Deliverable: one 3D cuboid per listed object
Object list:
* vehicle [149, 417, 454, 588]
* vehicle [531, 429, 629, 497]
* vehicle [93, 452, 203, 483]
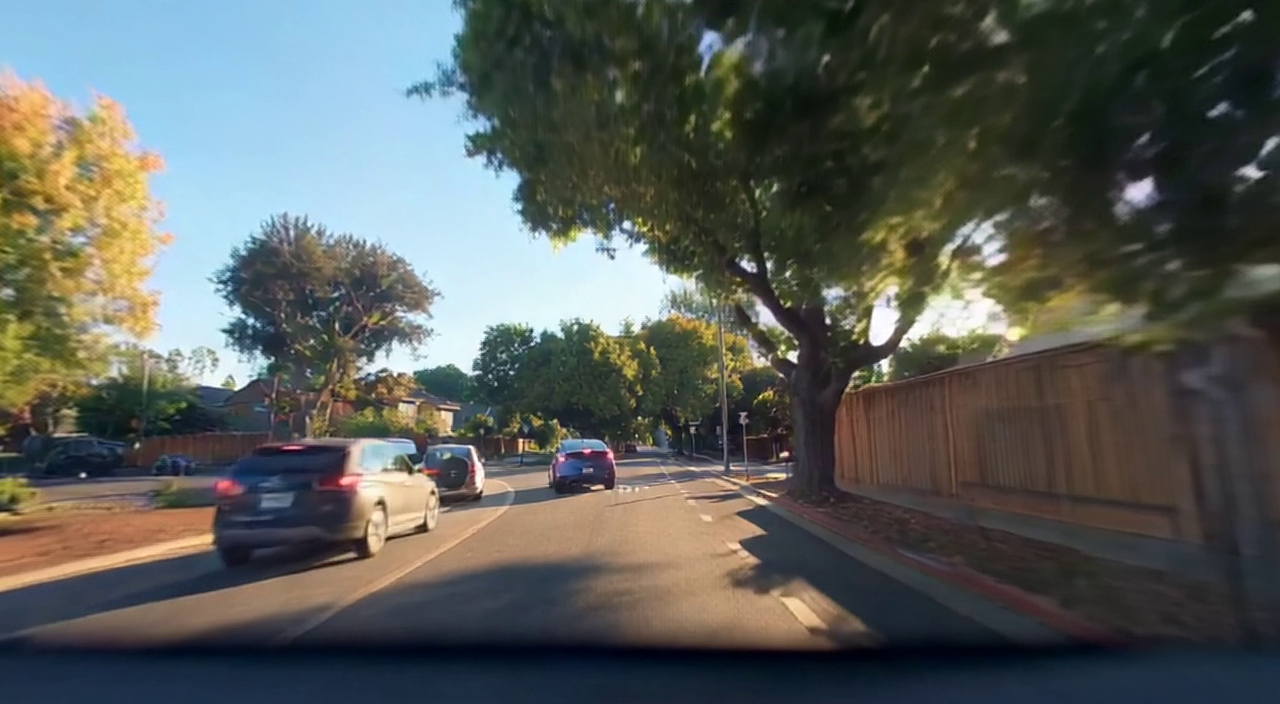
[{"bbox_3d":[-3.738,1.685,7.867,1.986,1.561,3.805,1,-8,-6],"label":"vehicle"},{"bbox_3d":[-1.830,3.067,17.773,2.290,1.653,4.127,2,-8,-12],"label":"vehicle"},{"bbox_3d":[-25.435,5.965,32.548,4.197,1.447,2.071,-1,-8,9],"label":"vehicle"}]
